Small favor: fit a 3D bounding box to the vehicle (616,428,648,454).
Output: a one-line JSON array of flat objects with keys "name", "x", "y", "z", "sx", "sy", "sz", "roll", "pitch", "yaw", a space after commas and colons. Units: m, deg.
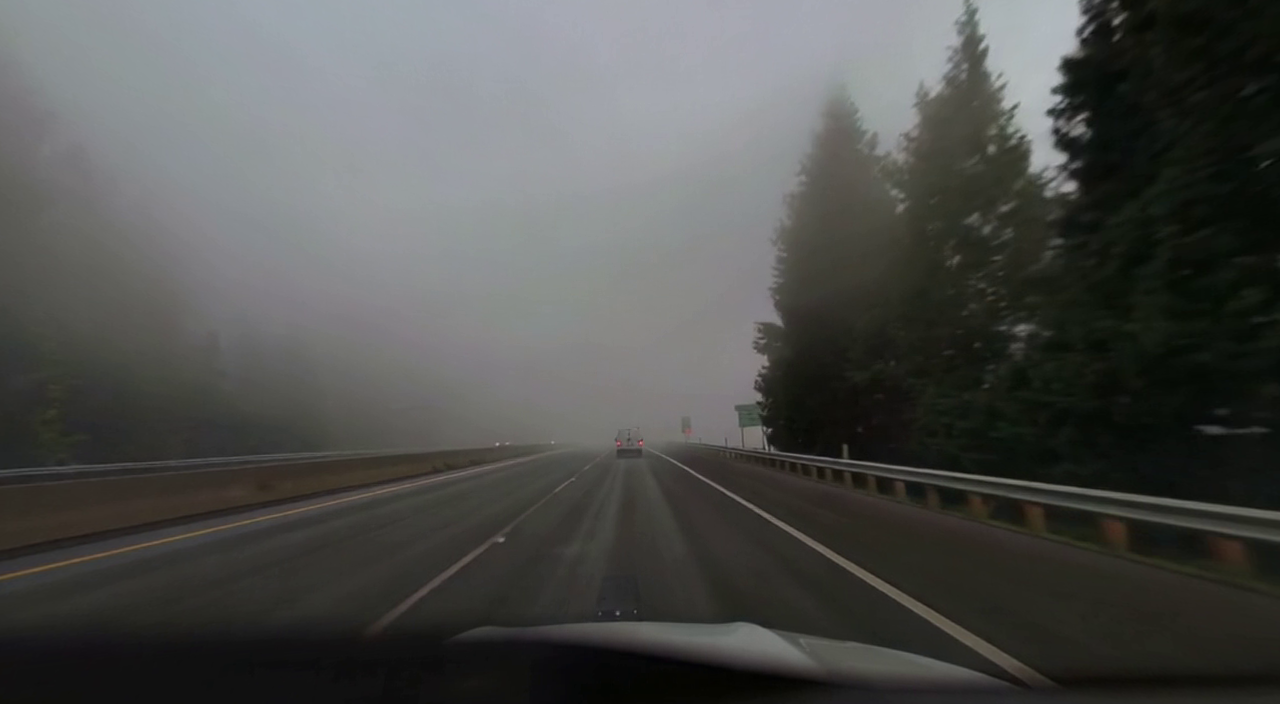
[{"name": "vehicle", "x": -0.613, "y": 6.757, "z": 47.918, "sx": 2.295, "sy": 1.861, "sz": 4.564, "roll": 0, "pitch": -8, "yaw": -1}]
